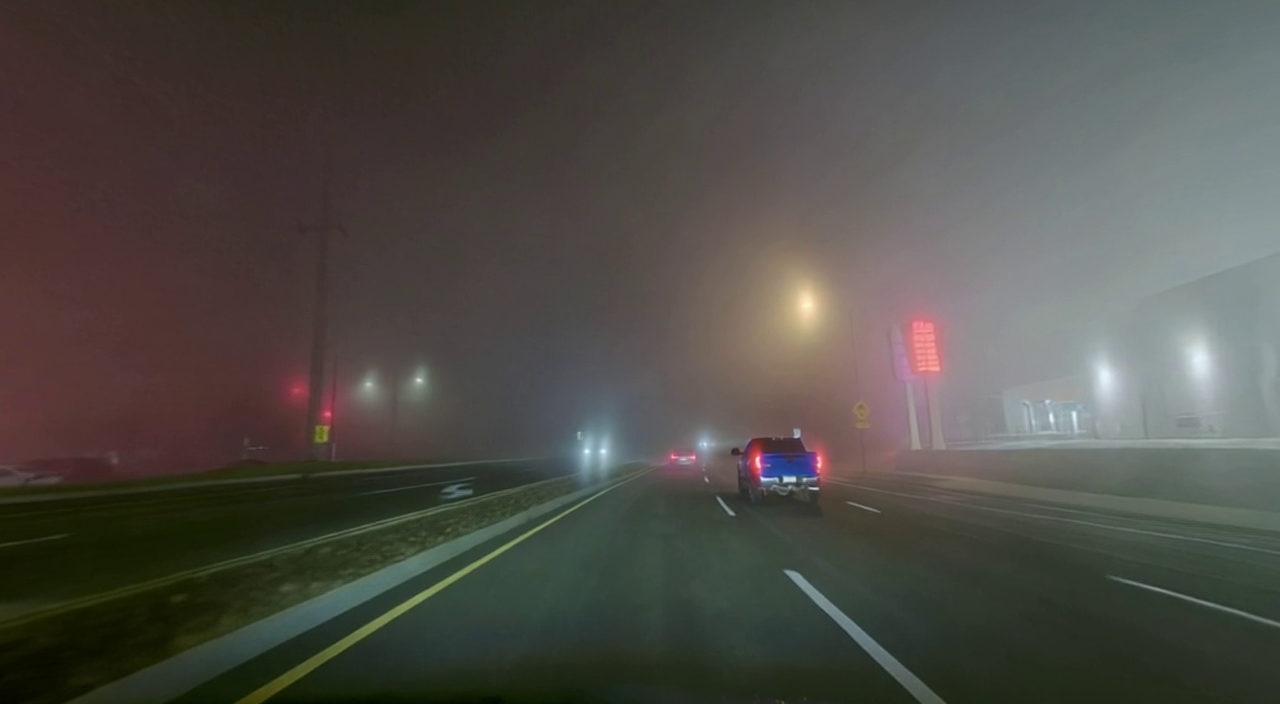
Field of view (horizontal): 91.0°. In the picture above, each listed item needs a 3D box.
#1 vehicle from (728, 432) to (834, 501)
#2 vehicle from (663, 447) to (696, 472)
[{"bbox_3d":[4.376,3.663,20.632,2.367,1.919,5.651,0,-9,2],"label":"vehicle"},{"bbox_3d":[2.637,6.988,41.310,1.968,1.521,4.262,0,-9,5],"label":"vehicle"}]
